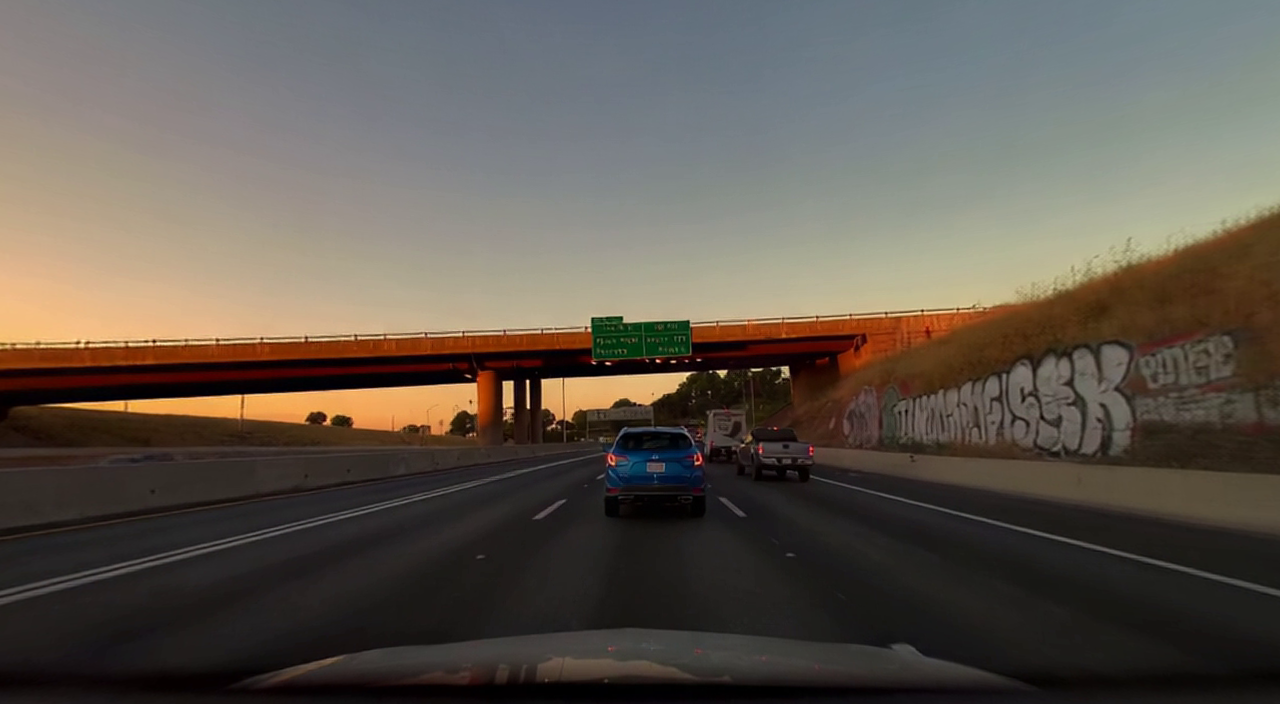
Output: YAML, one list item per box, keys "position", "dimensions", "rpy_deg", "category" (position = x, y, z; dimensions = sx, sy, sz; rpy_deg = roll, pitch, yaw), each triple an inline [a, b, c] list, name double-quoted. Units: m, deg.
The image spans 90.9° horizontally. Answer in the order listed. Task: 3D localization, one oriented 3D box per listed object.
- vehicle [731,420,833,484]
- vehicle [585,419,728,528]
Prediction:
- position: [4.767, 3.485, 22.283]
  dimensions: [2.311, 1.922, 5.977]
  rpy_deg: [0, -8, 1]
  category: "vehicle"
- position: [0.284, 2.160, 11.750]
  dimensions: [2.193, 1.651, 3.946]
  rpy_deg: [0, -8, 1]
  category: "vehicle"
